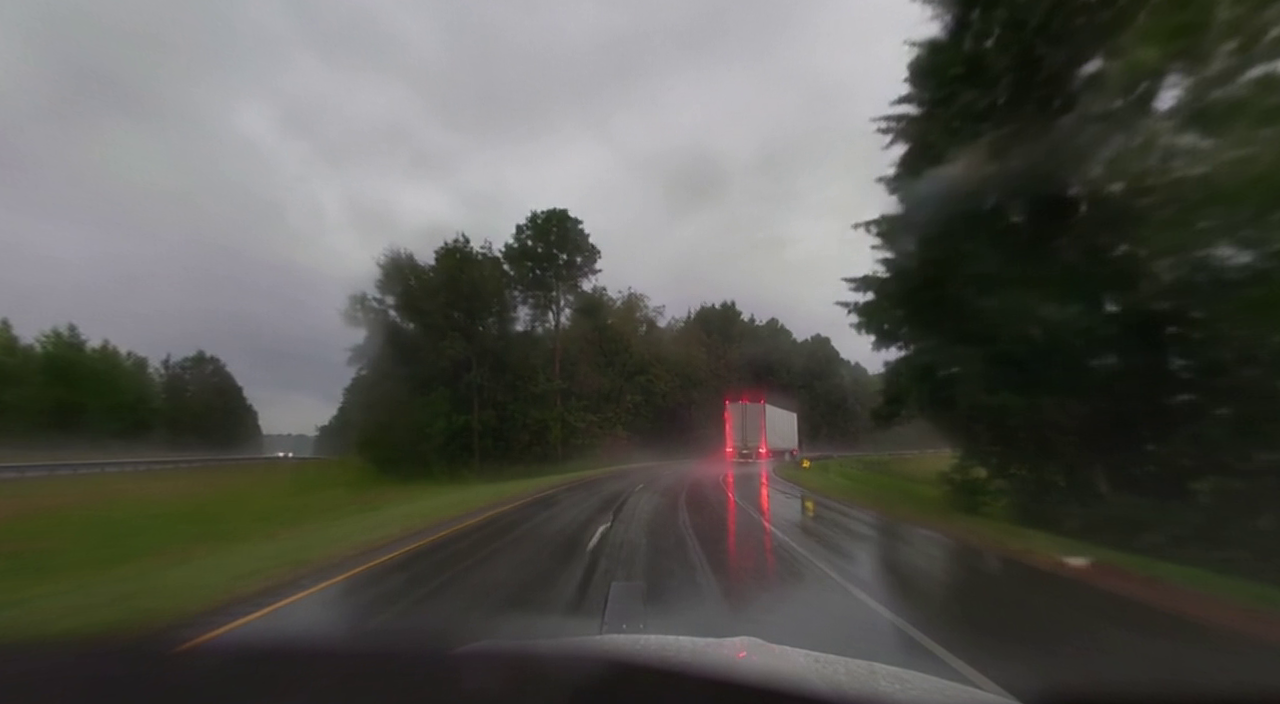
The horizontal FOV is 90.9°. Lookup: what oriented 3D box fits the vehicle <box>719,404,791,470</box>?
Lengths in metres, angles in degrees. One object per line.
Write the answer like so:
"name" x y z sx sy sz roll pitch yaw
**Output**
"vehicle" 8.994 6.538 47.520 3.087 4.178 13.682 -3 -9 19
